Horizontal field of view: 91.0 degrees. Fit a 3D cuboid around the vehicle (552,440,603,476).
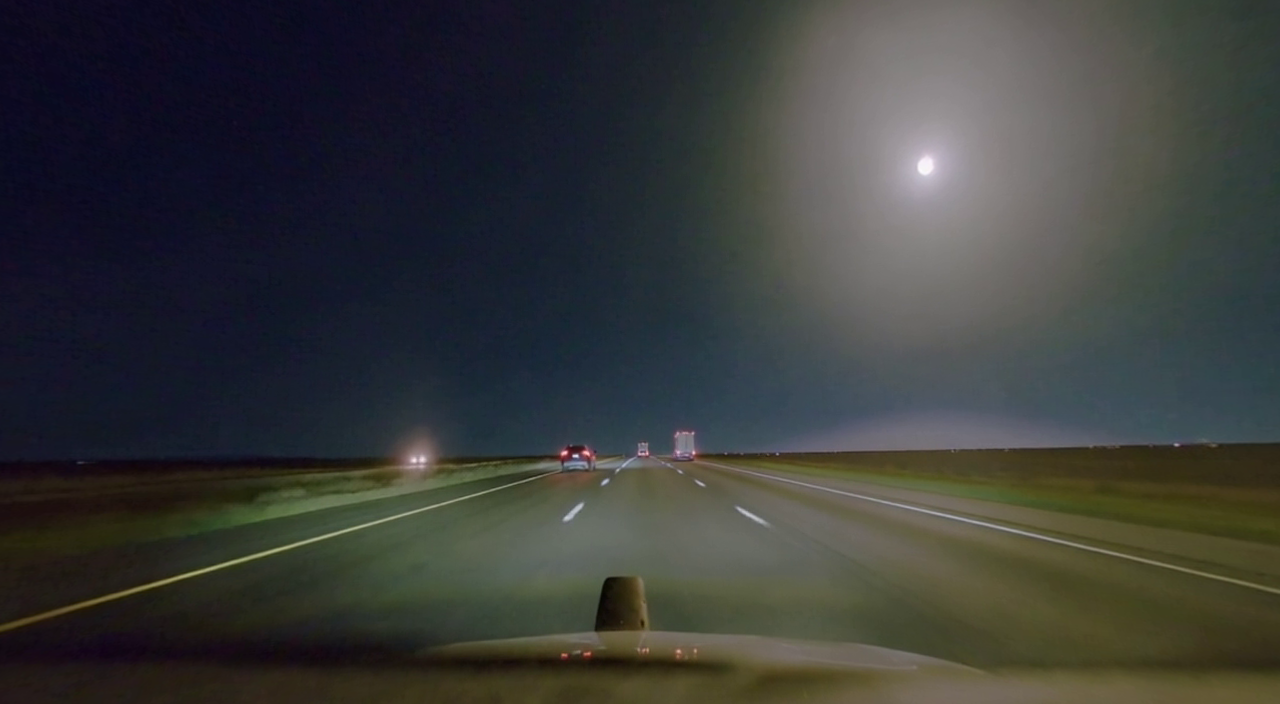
[{"bbox_3d":[-3.112,5.385,32.304,2.070,1.707,4.309,0,-9,1],"label":"vehicle"}]
